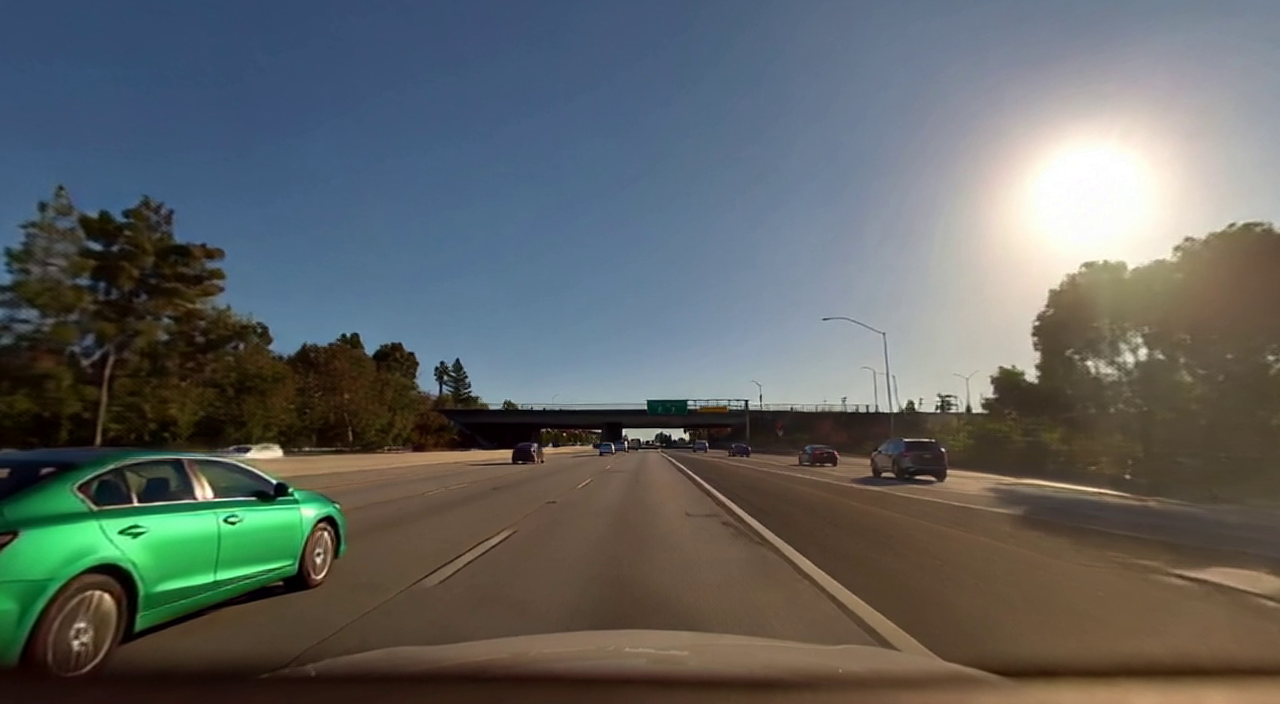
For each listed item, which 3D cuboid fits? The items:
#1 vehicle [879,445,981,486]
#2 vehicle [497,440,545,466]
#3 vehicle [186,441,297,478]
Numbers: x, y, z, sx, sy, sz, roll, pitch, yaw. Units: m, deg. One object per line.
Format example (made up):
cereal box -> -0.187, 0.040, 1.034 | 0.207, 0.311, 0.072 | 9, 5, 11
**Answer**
vehicle -> 11.891, 4.641, 26.198 | 2.000, 1.515, 4.188 | 1, -8, -4
vehicle -> -7.118, 6.078, 38.069 | 1.987, 1.486, 4.174 | 0, -8, 2
vehicle -> -17.842, 4.801, 28.548 | 1.909, 1.530, 4.596 | 0, -8, 1
